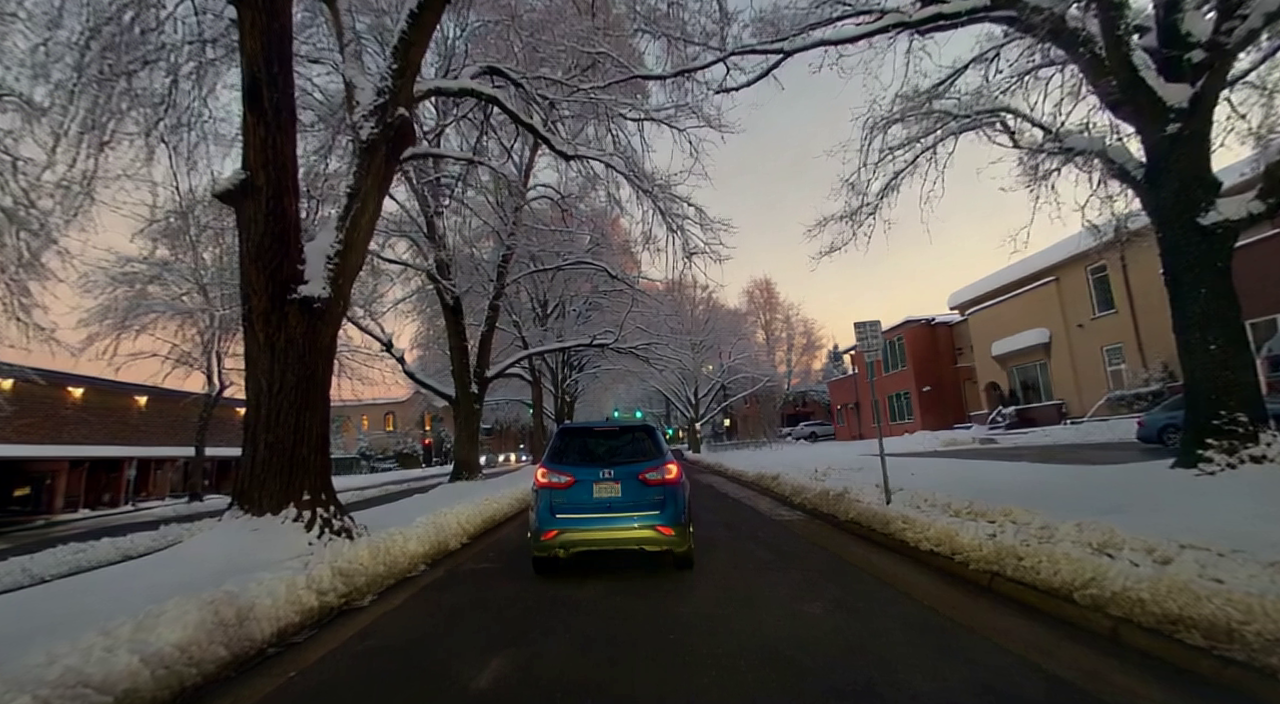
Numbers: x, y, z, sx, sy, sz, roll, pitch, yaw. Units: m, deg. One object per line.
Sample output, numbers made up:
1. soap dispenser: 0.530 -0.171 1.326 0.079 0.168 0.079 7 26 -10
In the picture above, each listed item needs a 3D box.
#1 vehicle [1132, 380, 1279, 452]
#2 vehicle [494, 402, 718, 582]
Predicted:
1. vehicle: 13.810 1.443 13.906 4.270 1.486 2.042 -5 -10 27
2. vehicle: -0.277 1.629 8.049 2.136 1.703 3.910 -1 -8 2
